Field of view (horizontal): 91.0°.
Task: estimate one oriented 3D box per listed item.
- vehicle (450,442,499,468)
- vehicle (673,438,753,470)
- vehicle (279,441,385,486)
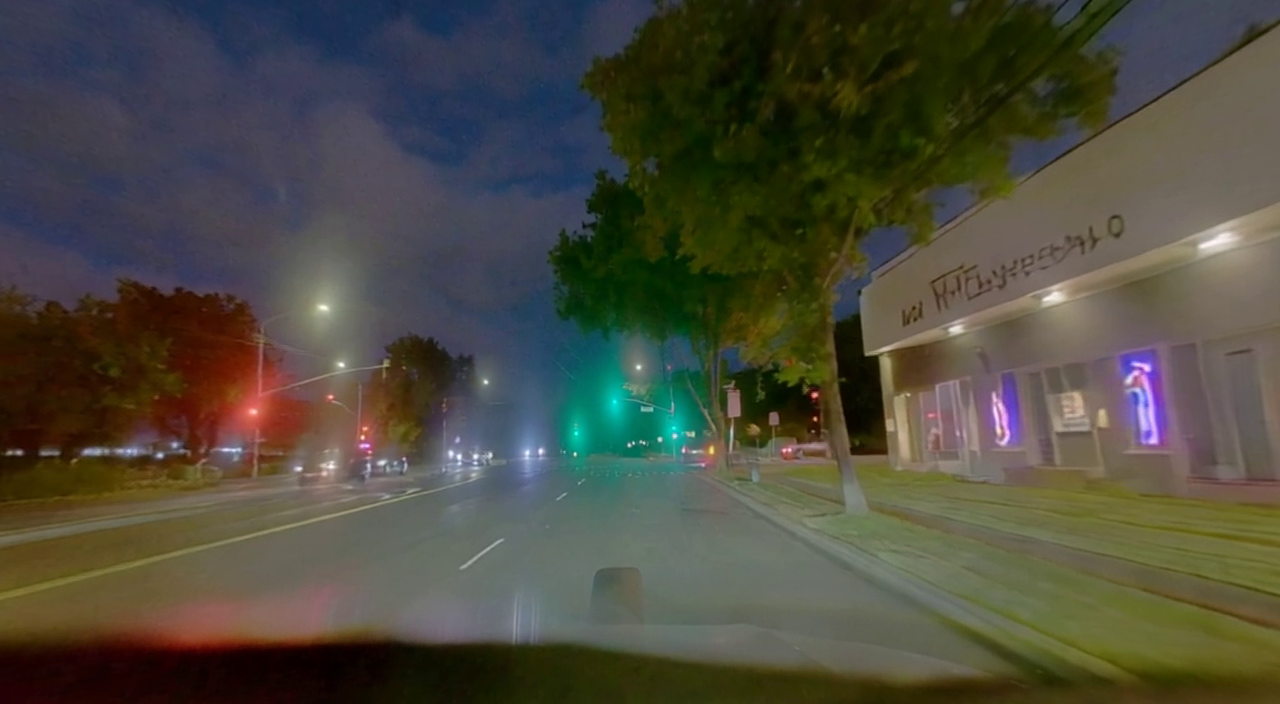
[{"bbox_3d":[-12.318,7.710,47.201,2.333,1.775,4.889,0,-9,0],"label":"vehicle"},{"bbox_3d":[4.093,5.643,34.983,2.191,1.607,4.361,-8,-12,44],"label":"vehicle"},{"bbox_3d":[-12.638,4.578,26.220,2.145,1.660,4.423,0,-9,0],"label":"vehicle"}]
